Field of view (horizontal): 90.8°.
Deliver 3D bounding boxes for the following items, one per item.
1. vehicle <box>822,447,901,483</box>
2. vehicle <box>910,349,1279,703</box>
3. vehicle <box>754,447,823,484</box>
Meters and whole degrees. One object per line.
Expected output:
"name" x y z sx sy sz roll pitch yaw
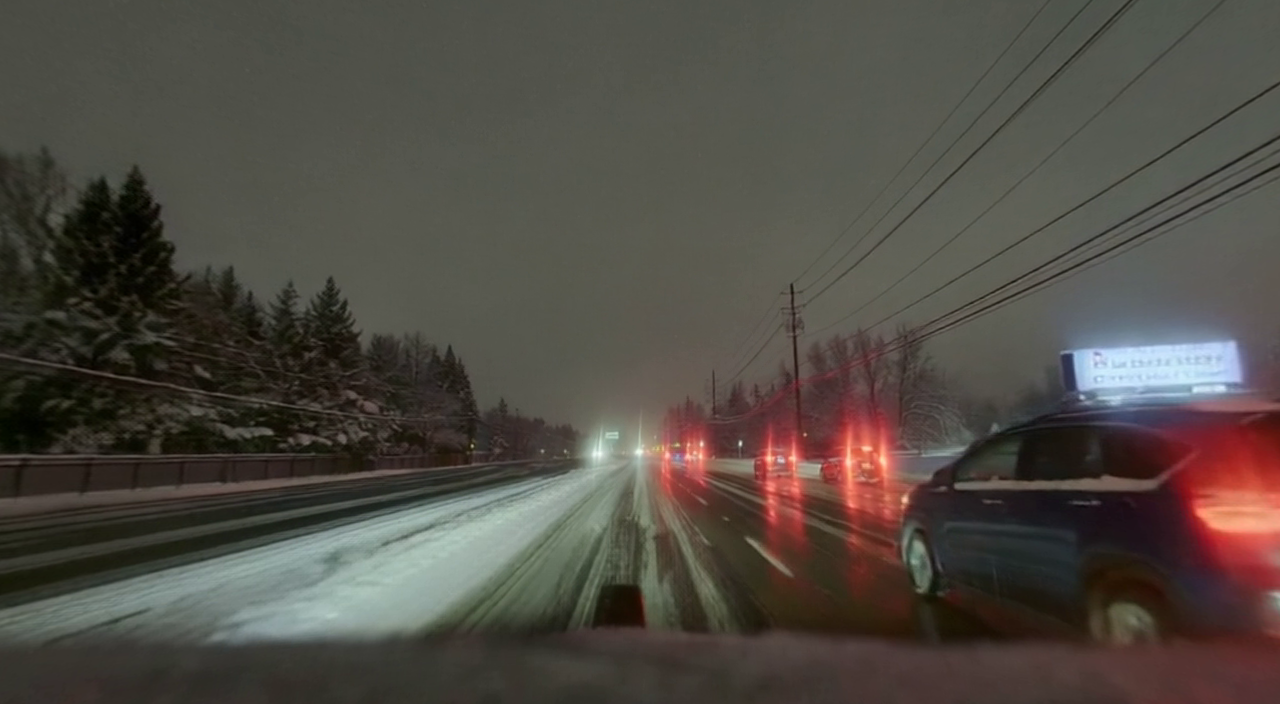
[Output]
"vehicle" 9.935 5.055 28.733 1.874 1.482 4.545 0 -8 -1
"vehicle" 3.259 0.958 3.046 2.078 1.668 4.078 0 -8 0
"vehicle" 6.358 4.884 27.530 1.882 1.476 4.344 0 -8 -1
